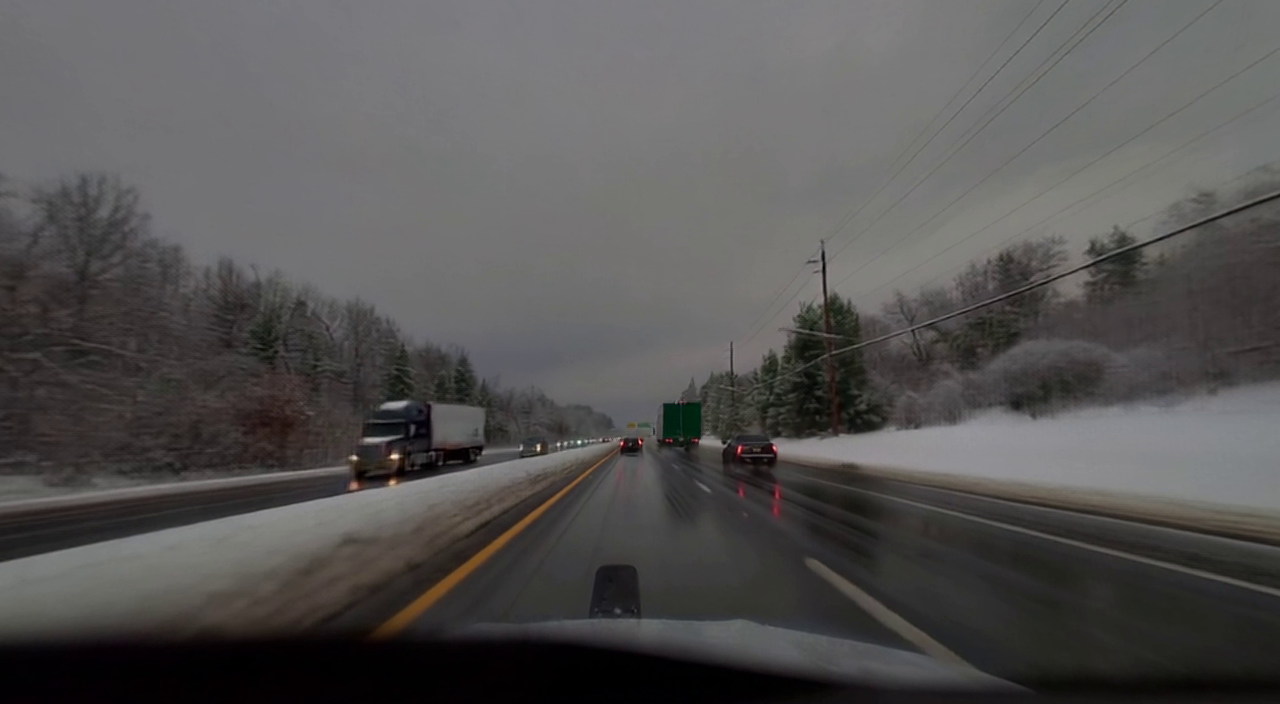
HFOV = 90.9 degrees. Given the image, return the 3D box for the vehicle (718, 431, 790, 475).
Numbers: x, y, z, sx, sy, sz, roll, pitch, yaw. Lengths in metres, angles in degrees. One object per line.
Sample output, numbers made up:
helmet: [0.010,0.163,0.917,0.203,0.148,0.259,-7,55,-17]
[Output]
vehicle: [4.331,3.883,24.534,1.930,1.573,3.853,0,-8,-2]

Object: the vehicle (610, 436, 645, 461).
vehicle: [-0.797,6.205,40.746,2.163,1.466,3.693,0,-8,-1]

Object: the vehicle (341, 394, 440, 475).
vehicle: [-13.787,4.630,35.466,3.005,4.138,6.065,0,-8,-1]
